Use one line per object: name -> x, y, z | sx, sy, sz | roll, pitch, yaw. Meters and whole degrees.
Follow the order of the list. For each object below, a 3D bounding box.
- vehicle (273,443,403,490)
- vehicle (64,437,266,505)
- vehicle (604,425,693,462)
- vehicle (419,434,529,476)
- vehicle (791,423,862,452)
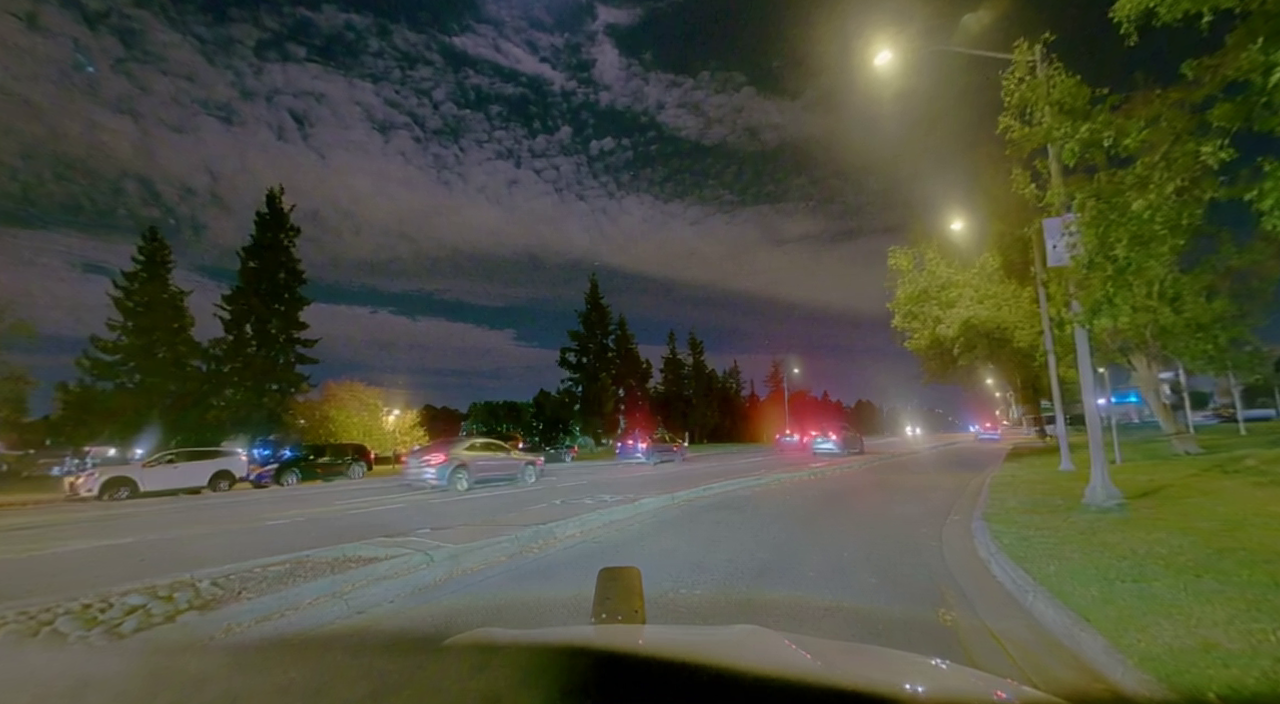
vehicle -> -12.307, 4.618, 26.000 | 1.904, 1.719, 4.326 | -6, -10, 37
vehicle -> -15.756, 3.906, 21.270 | 2.294, 2.000, 4.788 | -7, -10, 33
vehicle -> 0.598, 5.047, 35.029 | 2.195, 1.909, 5.353 | -5, -10, 37
vehicle -> -8.213, 5.098, 31.732 | 2.134, 1.924, 4.911 | -7, -10, 41
vehicle -> 11.514, 5.243, 38.747 | 1.949, 1.640, 5.372 | -7, -10, 42
